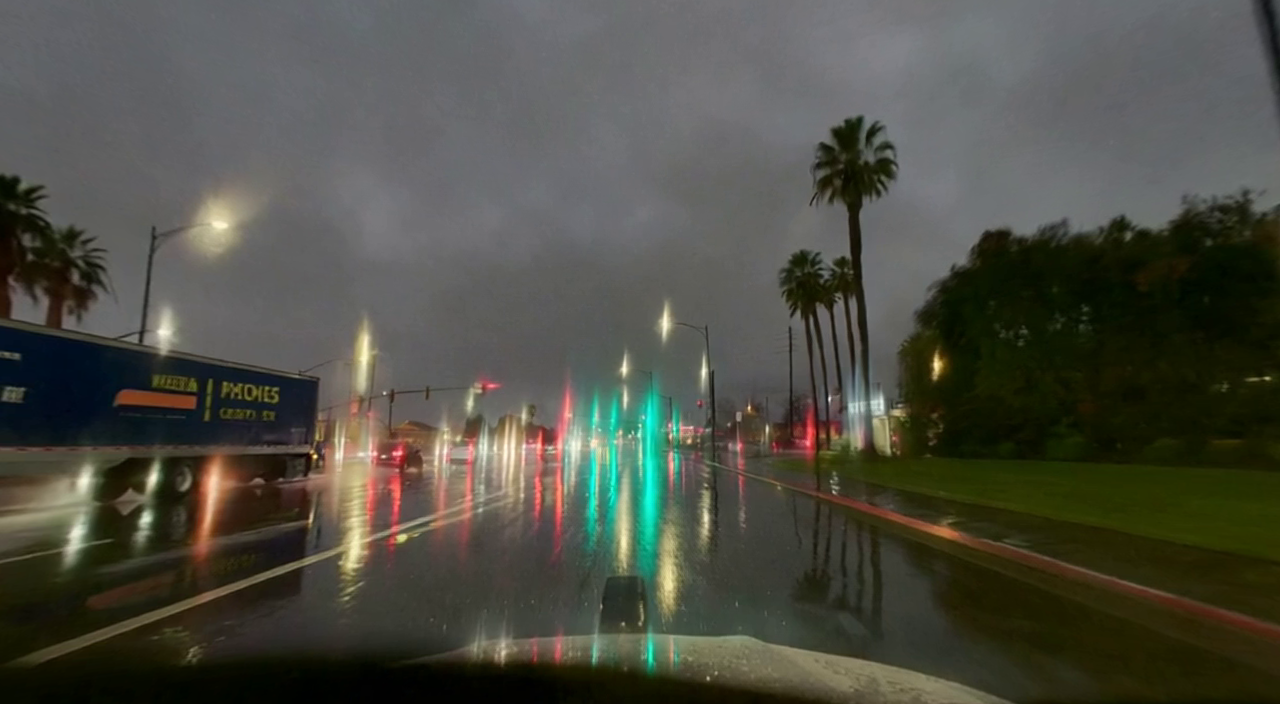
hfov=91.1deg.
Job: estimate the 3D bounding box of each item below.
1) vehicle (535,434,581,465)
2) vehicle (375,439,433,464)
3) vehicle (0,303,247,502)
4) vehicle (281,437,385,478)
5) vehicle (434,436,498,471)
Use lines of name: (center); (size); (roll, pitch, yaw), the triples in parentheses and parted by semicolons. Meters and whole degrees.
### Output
vehicle: (-4.947, 5.962, 38.541); (2.114, 1.784, 4.450); (0, -9, 1)
vehicle: (-14.959, 6.339, 40.014); (1.916, 1.481, 4.430); (0, -9, 1)
vehicle: (-15.066, 1.063, 13.253); (2.961, 4.167, 16.429); (0, -8, 0)
vehicle: (-11.896, 4.125, 24.702); (1.900, 1.462, 4.225); (0, -9, 1)
vehicle: (-8.525, 5.009, 31.169); (1.977, 1.584, 3.983); (0, -9, 1)
